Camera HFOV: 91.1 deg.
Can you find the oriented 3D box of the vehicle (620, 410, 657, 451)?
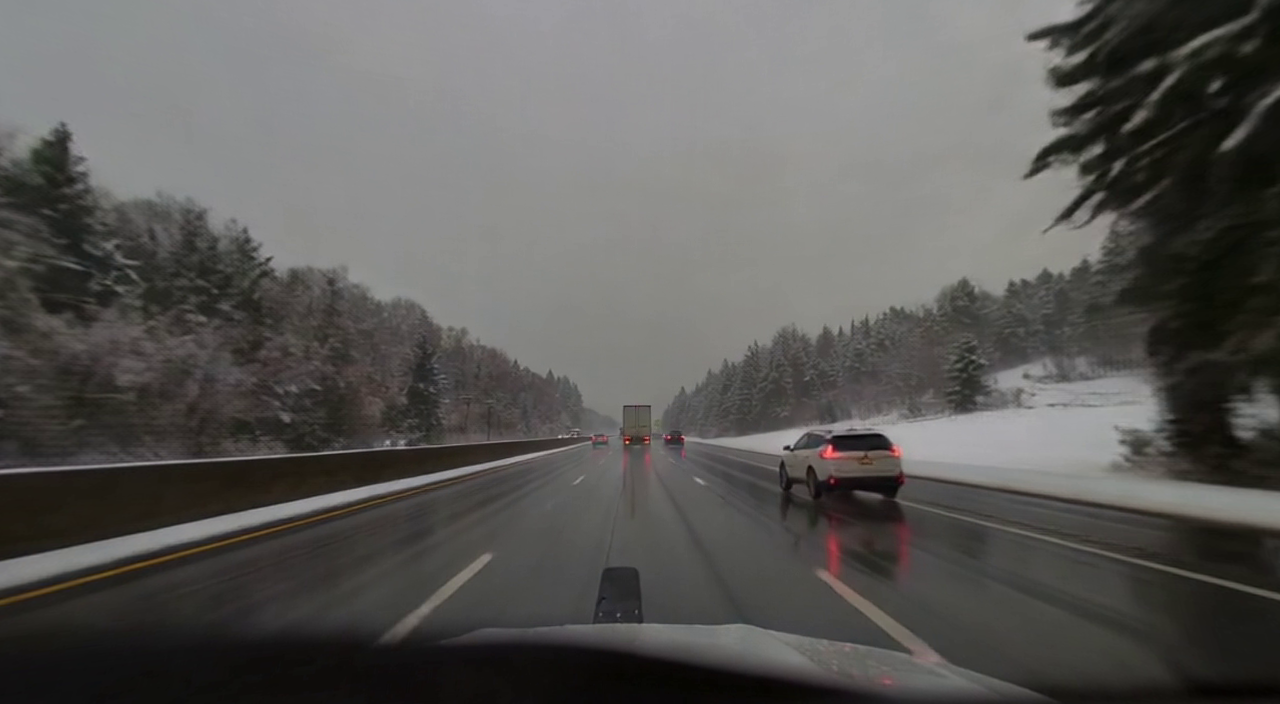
[{"bbox_3d":[-0.196,6.122,48.643,2.631,2.957,6.512,0,-8,-2],"label":"vehicle"}]

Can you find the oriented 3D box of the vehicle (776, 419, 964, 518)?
[{"bbox_3d":[3.964,2.048,11.657,1.882,1.492,3.958,0,-8,-2],"label":"vehicle"}]
